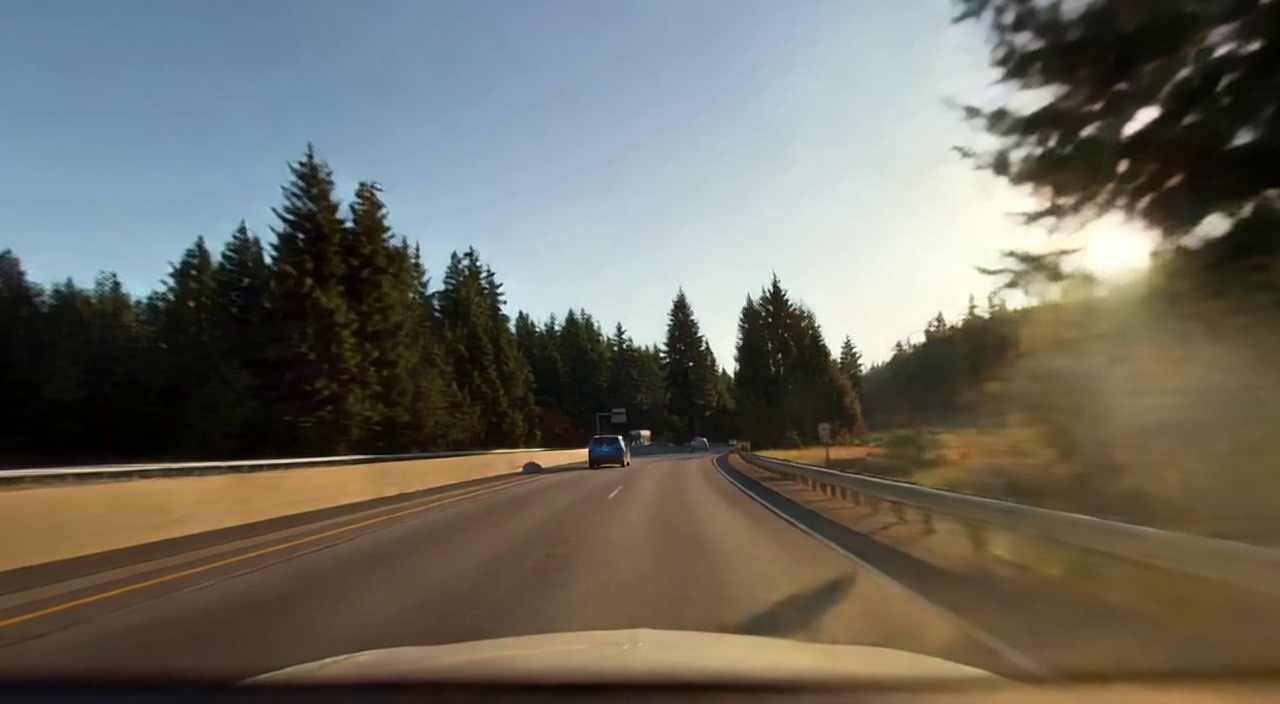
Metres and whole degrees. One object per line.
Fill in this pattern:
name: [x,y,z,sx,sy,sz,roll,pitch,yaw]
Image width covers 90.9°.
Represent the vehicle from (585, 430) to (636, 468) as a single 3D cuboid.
vehicle: [-1.400,4.924,32.218,2.005,1.752,4.479,-1,-8,5]
